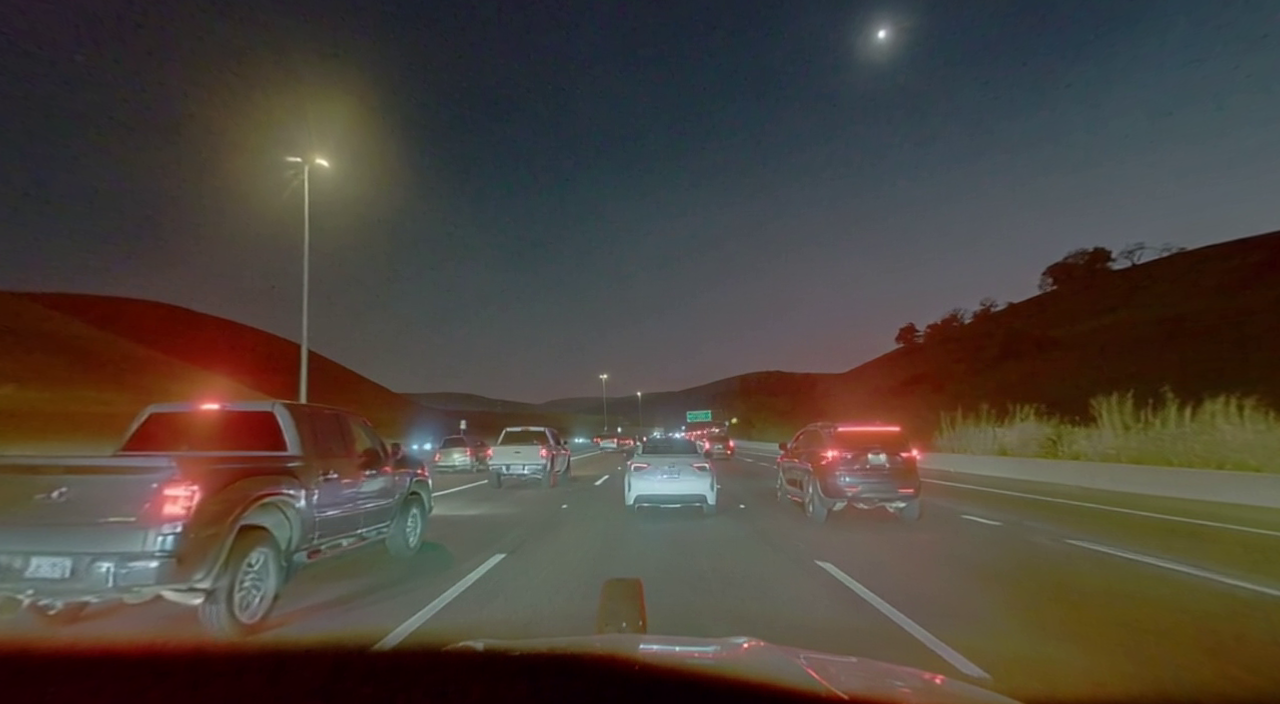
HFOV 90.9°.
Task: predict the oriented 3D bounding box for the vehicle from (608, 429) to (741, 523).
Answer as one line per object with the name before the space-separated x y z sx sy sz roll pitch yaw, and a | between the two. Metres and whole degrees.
vehicle | 0.578 2.285 12.239 2.105 1.471 4.349 0 -8 1

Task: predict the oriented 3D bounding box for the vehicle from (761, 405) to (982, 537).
vehicle | 3.561 1.932 10.824 2.046 1.765 4.534 0 -8 0

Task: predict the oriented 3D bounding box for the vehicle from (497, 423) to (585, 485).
vehicle | -3.165 3.390 21.204 1.997 1.806 5.002 0 -8 2

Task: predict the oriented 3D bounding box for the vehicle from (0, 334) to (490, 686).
vehicle | -3.334 1.227 6.180 2.301 1.902 5.374 0 -8 1
